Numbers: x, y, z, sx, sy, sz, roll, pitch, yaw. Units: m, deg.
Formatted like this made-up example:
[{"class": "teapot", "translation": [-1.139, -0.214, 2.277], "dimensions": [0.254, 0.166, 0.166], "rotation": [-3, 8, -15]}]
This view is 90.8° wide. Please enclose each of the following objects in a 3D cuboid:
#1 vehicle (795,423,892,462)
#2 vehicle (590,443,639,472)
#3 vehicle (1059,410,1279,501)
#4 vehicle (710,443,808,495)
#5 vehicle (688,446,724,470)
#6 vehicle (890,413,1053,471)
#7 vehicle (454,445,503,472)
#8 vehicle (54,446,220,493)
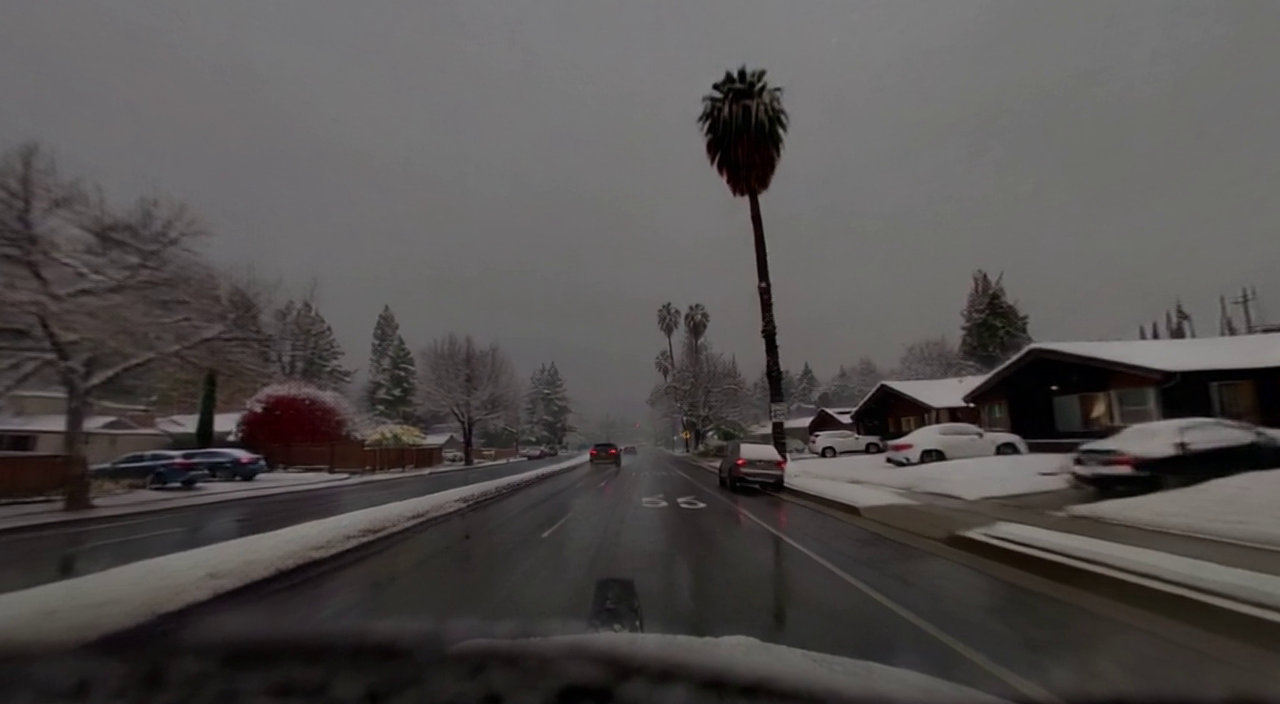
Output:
[{"class": "vehicle", "translation": [13.611, 6.107, 42.370], "dimensions": [5.550, 2.066, 2.288], "rotation": [-10, -13, 29]}, {"class": "vehicle", "translation": [-1.308, 5.724, 34.378], "dimensions": [2.035, 1.474, 4.284], "rotation": [-1, -9, 6]}, {"class": "vehicle", "translation": [11.354, 2.017, 12.690], "dimensions": [4.454, 1.499, 1.821], "rotation": [-3, -9, 0]}, {"class": "vehicle", "translation": [3.683, 3.735, 20.586], "dimensions": [2.025, 1.456, 4.865], "rotation": [0, -9, -3]}, {"class": "vehicle", "translation": [4.231, 6.874, 41.116], "dimensions": [2.037, 1.425, 4.621], "rotation": [0, -9, 3]}, {"class": "vehicle", "translation": [11.969, 3.334, 23.114], "dimensions": [4.710, 1.731, 1.972], "rotation": [-4, -10, 7]}, {"class": "vehicle", "translation": [-12.470, 8.313, 49.222], "dimensions": [2.131, 1.902, 4.924], "rotation": [-3, -10, 6]}, {"class": "vehicle", "translation": [-20.008, 4.669, 25.298], "dimensions": [4.992, 1.779, 1.928], "rotation": [0, -9, 2]}]
